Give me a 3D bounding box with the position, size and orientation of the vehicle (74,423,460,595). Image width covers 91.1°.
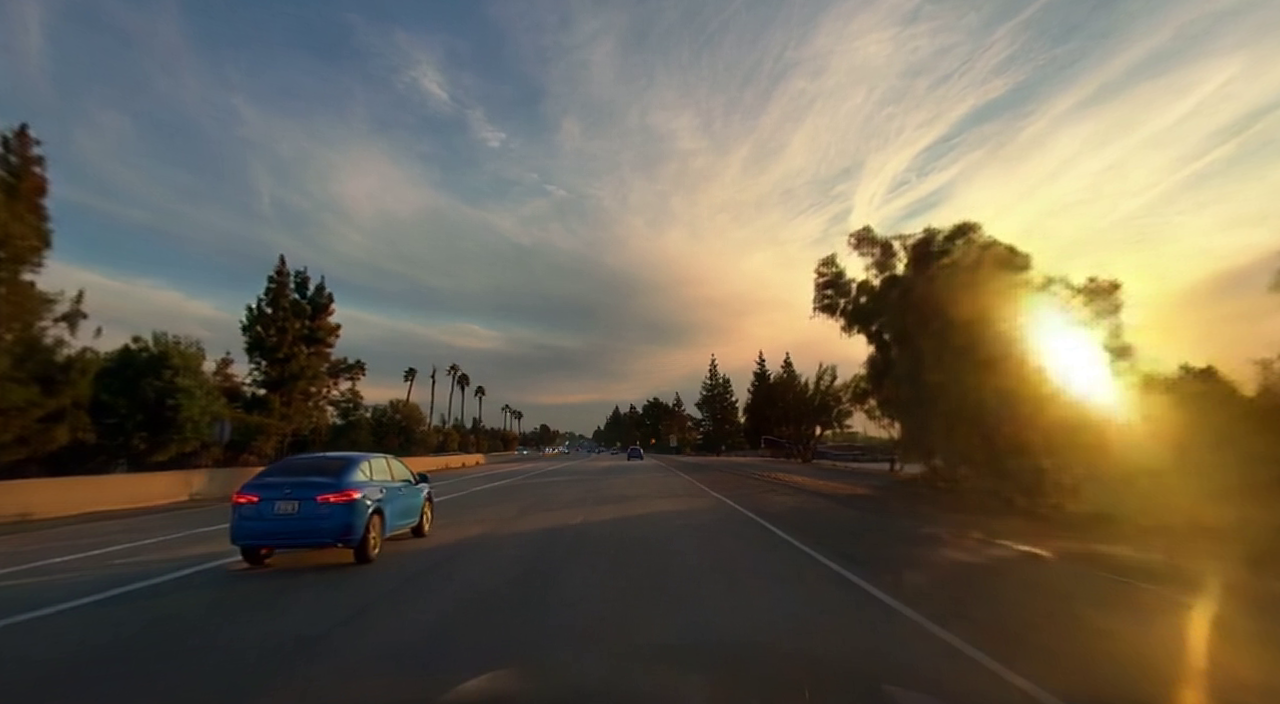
[{"bbox_3d":[-4.113,1.789,8.189,2.092,1.562,4.748,0,-8,0],"label":"vehicle"}]
